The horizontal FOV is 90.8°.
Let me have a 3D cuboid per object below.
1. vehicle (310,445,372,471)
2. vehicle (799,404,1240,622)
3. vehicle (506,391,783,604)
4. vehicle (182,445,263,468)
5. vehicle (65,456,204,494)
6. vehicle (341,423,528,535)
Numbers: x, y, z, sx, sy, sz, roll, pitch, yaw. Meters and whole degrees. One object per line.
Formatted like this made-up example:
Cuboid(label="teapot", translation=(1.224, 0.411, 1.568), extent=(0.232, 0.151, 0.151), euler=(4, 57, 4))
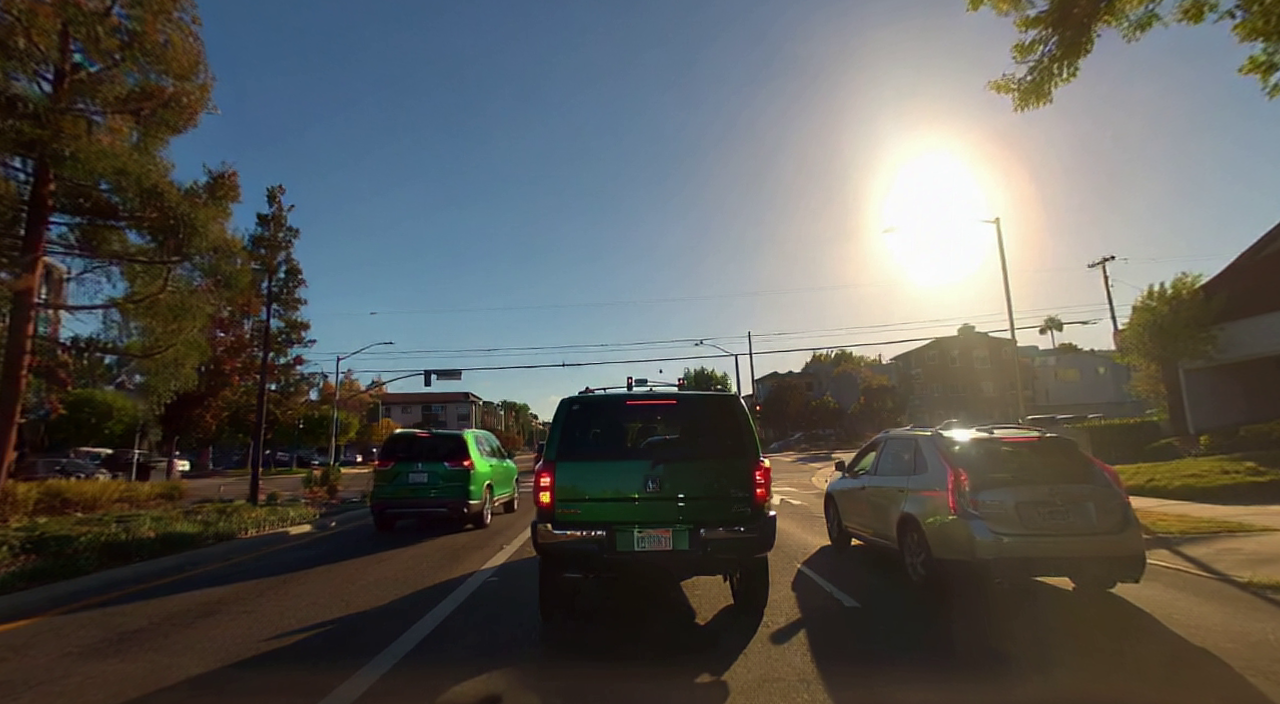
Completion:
Cuboid(label="vehicle", translation=(-22.139, 7.832, 47.043), extent=(1.993, 1.844, 5.316), euler=(0, -9, 0))
Cuboid(label="vehicle", translation=(3.473, 1.560, 7.077), extent=(2.202, 1.657, 4.298), euler=(0, -9, -1))
Cuboid(label="vehicle", translation=(0.020, 1.495, 7.263), extent=(2.294, 1.761, 3.857), euler=(0, -9, -1))
Cuboid(label="vehicle", translation=(-29.998, 7.509, 45.454), extent=(4.403, 1.532, 1.914), euler=(0, -8, -3))
Cuboid(label="vehicle", translation=(-22.291, 5.423, 28.200), extent=(2.312, 1.443, 4.684), euler=(0, -9, 1))
Cuboid(label="vehicle", translation=(-3.399, 2.176, 11.408), extent=(1.961, 1.639, 4.064), euler=(0, -9, 0))
